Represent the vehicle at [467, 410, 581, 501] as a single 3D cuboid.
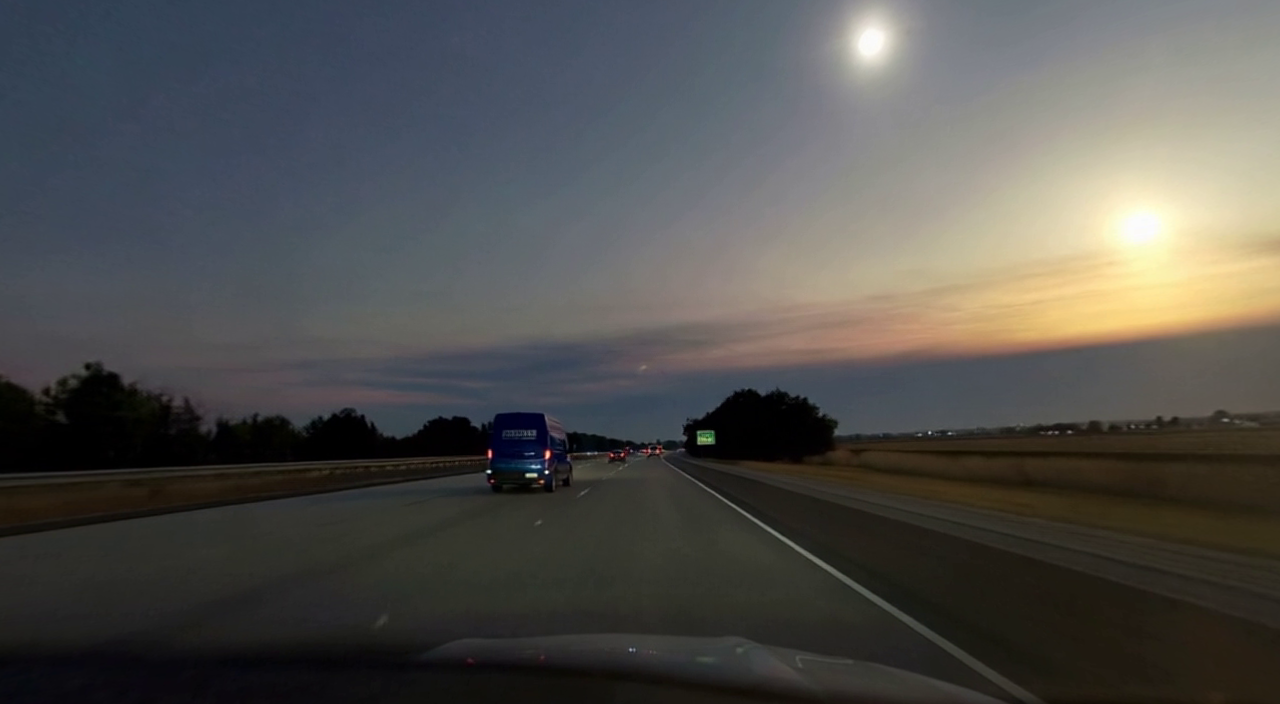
[{"bbox_3d":[-3.307,3.118,19.248,2.360,2.367,5.223,0,-9,1],"label":"vehicle"}]
